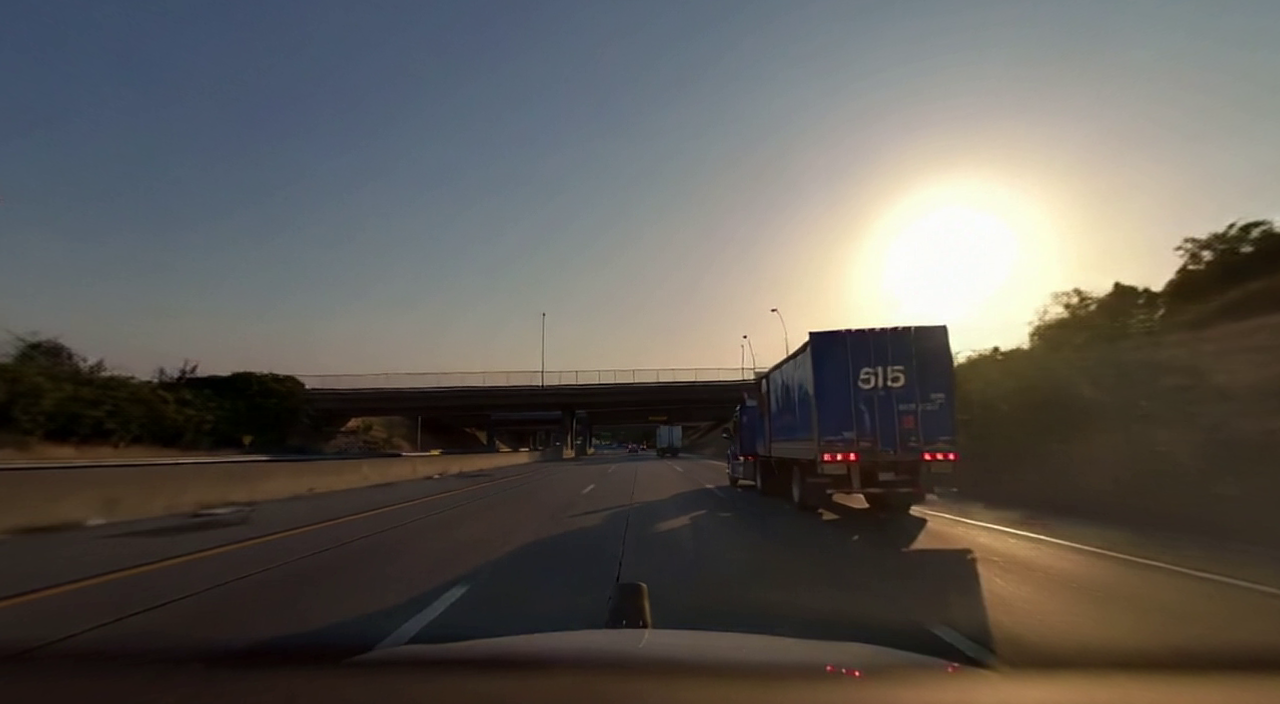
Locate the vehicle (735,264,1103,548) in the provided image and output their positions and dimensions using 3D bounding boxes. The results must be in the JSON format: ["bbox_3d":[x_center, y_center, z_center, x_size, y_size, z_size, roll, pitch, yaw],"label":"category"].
[{"bbox_3d":[4.338,1.433,13.321,3.107,3.718,10.231,0,-9,0],"label":"vehicle"}]
